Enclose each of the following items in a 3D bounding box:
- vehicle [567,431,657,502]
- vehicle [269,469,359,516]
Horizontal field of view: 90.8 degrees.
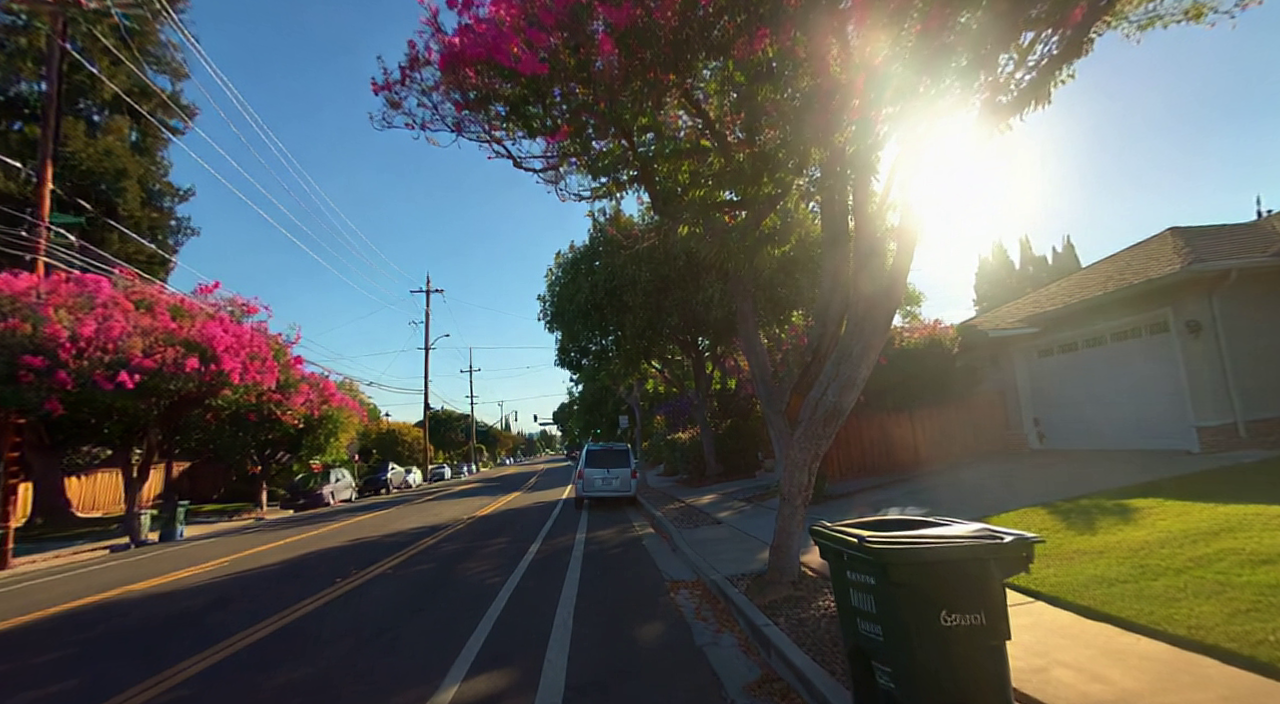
[{"bbox_3d":[-0.831,3.077,17.394,2.190,1.708,4.115,0,-8,-4],"label":"vehicle"},{"bbox_3d":[-13.773,5.919,26.994,1.982,1.660,4.142,1,-8,-6],"label":"vehicle"}]
